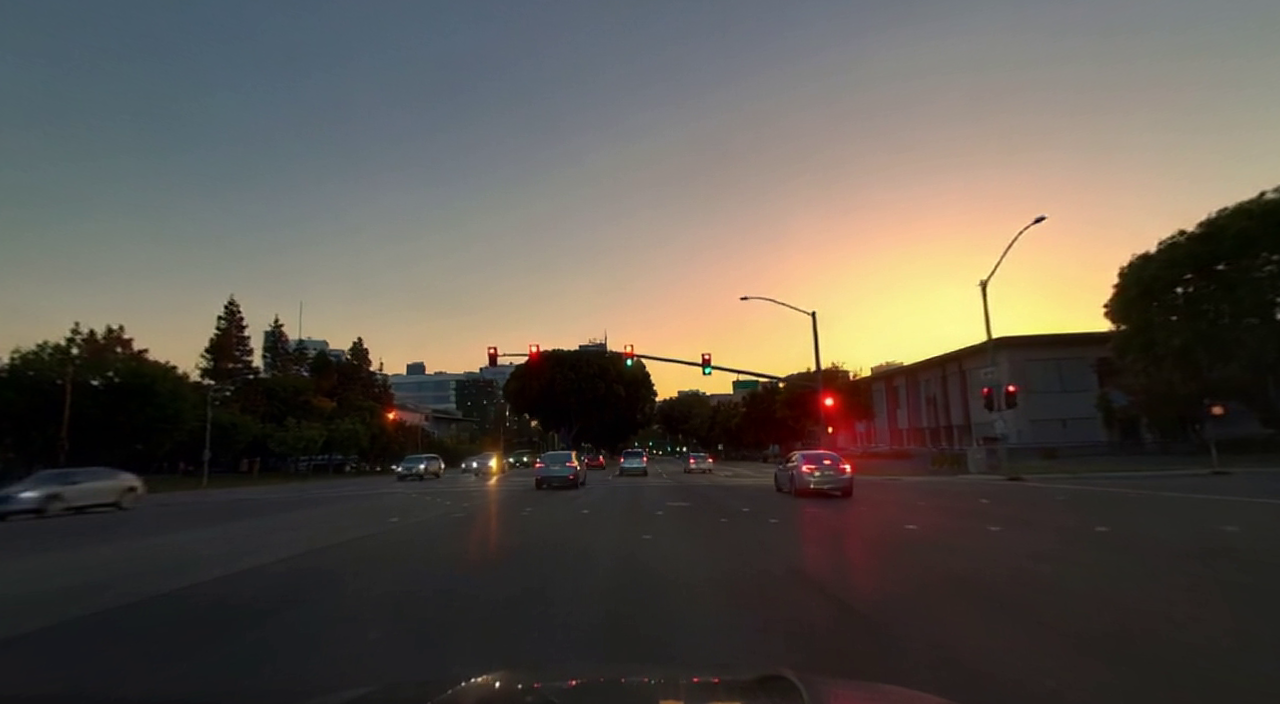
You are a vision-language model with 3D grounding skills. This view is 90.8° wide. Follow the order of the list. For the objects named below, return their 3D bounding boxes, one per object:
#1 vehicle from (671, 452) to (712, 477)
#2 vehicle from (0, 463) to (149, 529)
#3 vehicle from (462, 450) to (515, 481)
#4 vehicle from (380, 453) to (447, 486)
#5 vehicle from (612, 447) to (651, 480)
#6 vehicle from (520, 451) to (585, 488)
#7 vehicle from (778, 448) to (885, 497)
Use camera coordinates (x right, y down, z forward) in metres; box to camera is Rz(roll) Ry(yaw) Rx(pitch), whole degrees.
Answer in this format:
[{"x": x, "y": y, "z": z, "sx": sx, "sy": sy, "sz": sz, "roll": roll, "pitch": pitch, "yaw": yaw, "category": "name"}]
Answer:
[{"x": 3.048, "y": 6.825, "z": 38.477, "sx": 2.014, "sy": 1.430, "sz": 4.103, "roll": 0, "pitch": -9, "yaw": -2, "category": "vehicle"}, {"x": -15.836, "y": 3.760, "z": 16.962, "sx": 1.893, "sy": 1.429, "sz": 4.188, "roll": 0, "pitch": -9, "yaw": 1, "category": "vehicle"}, {"x": -8.993, "y": 6.709, "z": 37.735, "sx": 1.929, "sy": 1.492, "sz": 4.430, "roll": -5, "pitch": -8, "yaw": 1, "category": "vehicle"}, {"x": -12.194, "y": 6.336, "z": 34.309, "sx": 1.975, "sy": 1.450, "sz": 4.561, "roll": -5, "pitch": -9, "yaw": -1, "category": "vehicle"}, {"x": -0.432, "y": 6.185, "z": 35.301, "sx": 2.008, "sy": 1.716, "sz": 4.125, "roll": 0, "pitch": -9, "yaw": 0, "category": "vehicle"}, {"x": -3.737, "y": 5.115, "z": 27.818, "sx": 2.163, "sy": 1.474, "sz": 4.413, "roll": 0, "pitch": -9, "yaw": 1, "category": "vehicle"}, {"x": 6.201, "y": 3.941, "z": 21.112, "sx": 2.028, "sy": 1.451, "sz": 4.625, "roll": 0, "pitch": -9, "yaw": -2, "category": "vehicle"}]
